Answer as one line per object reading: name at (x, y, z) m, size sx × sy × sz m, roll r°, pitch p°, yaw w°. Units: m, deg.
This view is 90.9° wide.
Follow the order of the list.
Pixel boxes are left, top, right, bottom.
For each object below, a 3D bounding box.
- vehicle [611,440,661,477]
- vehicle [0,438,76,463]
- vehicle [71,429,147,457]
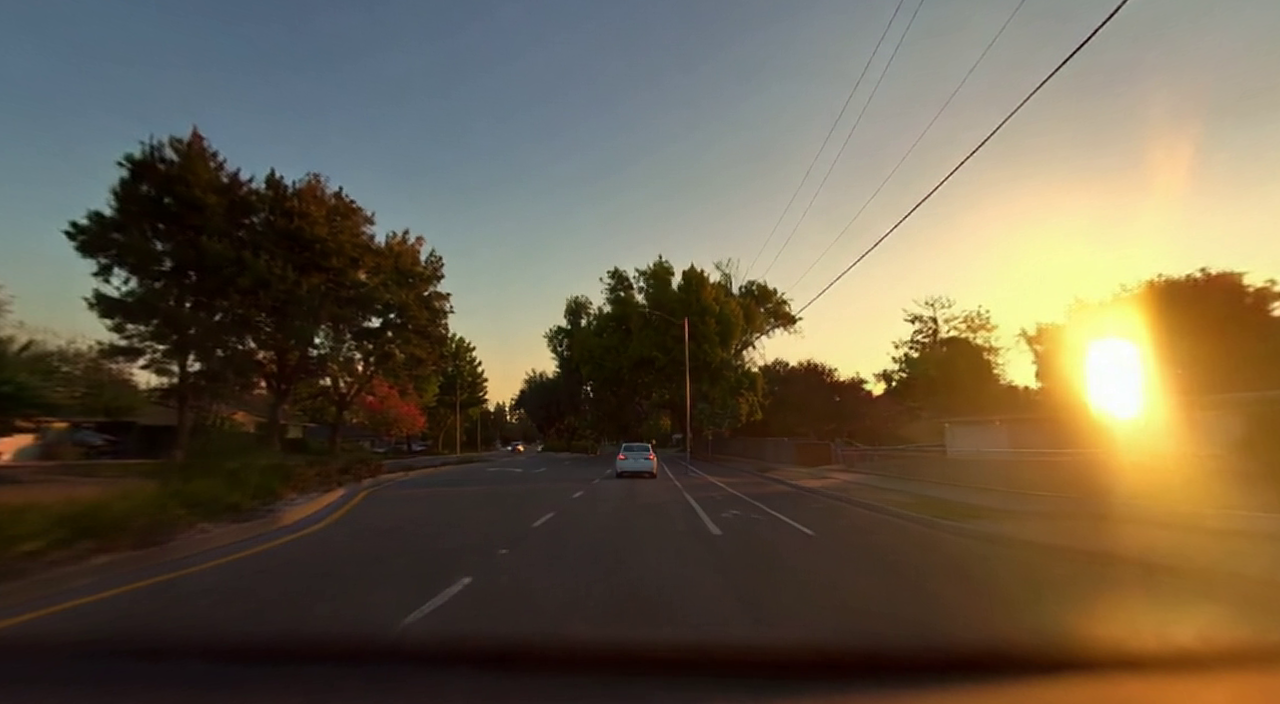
vehicle at (-0.145, 4.589, 27.435) m, size 2.009 × 1.456 × 4.003 m, roll 0°, pitch -9°, yaw 1°
vehicle at (-35.148, 5.677, 36.377) m, size 3.471 × 1.391 × 1.625 m, roll 0°, pitch -9°, yaw -1°
vehicle at (-35.172, 6.029, 41.801) m, size 3.451 × 1.541 × 1.784 m, roll 3°, pitch -8°, yaw 7°
